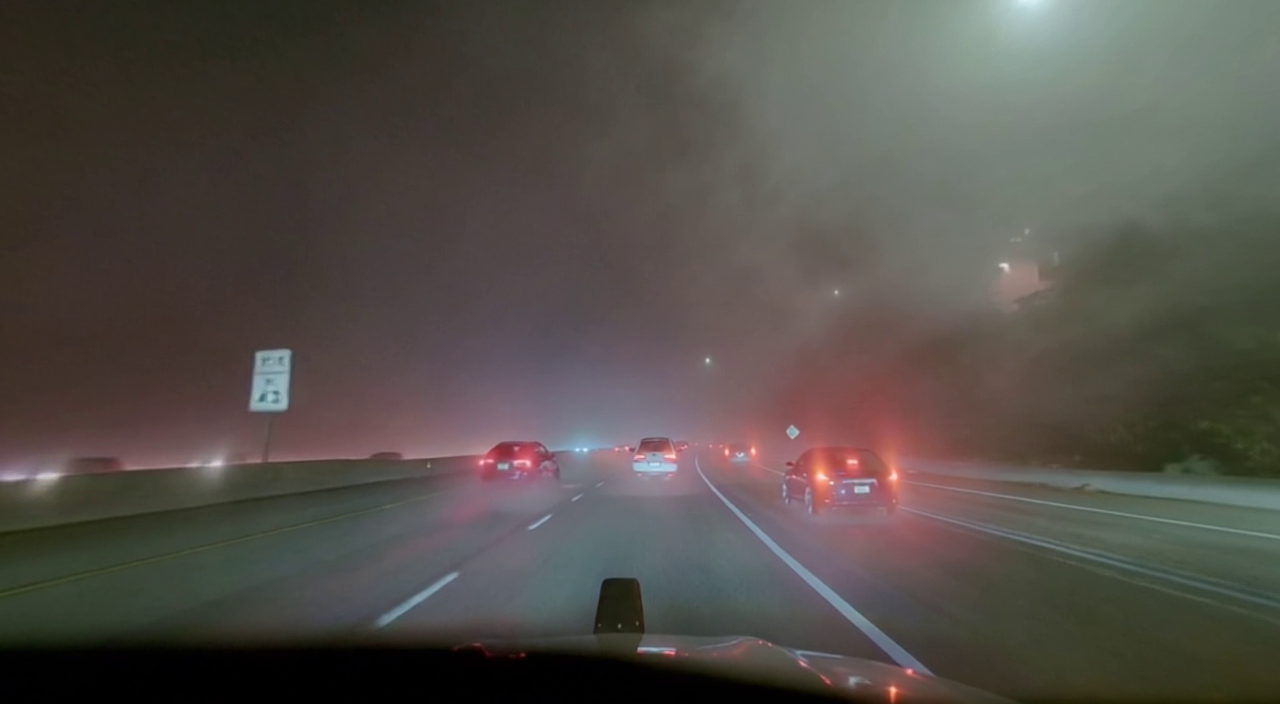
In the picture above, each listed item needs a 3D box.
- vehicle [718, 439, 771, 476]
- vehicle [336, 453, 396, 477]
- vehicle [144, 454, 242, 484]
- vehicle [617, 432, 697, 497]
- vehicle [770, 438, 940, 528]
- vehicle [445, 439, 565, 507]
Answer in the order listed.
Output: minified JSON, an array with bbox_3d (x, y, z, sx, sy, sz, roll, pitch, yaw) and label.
[{"bbox_3d":[5.234,5.374,32.170,2.063,1.710,4.591,0,-9,2],"label":"vehicle"},{"bbox_3d":[-19.151,7.907,44.261,2.031,1.551,4.268,0,-9,4],"label":"vehicle"},{"bbox_3d":[-26.036,6.801,36.911,1.906,1.508,4.841,0,-9,5],"label":"vehicle"},{"bbox_3d":[0.525,3.398,19.328,2.181,1.728,3.970,0,-9,1],"label":"vehicle"},{"bbox_3d":[4.140,2.590,13.028,1.999,1.514,4.338,0,-9,0],"label":"vehicle"},{"bbox_3d":[-3.300,3.059,16.380,2.012,1.495,4.169,0,-9,3],"label":"vehicle"}]
